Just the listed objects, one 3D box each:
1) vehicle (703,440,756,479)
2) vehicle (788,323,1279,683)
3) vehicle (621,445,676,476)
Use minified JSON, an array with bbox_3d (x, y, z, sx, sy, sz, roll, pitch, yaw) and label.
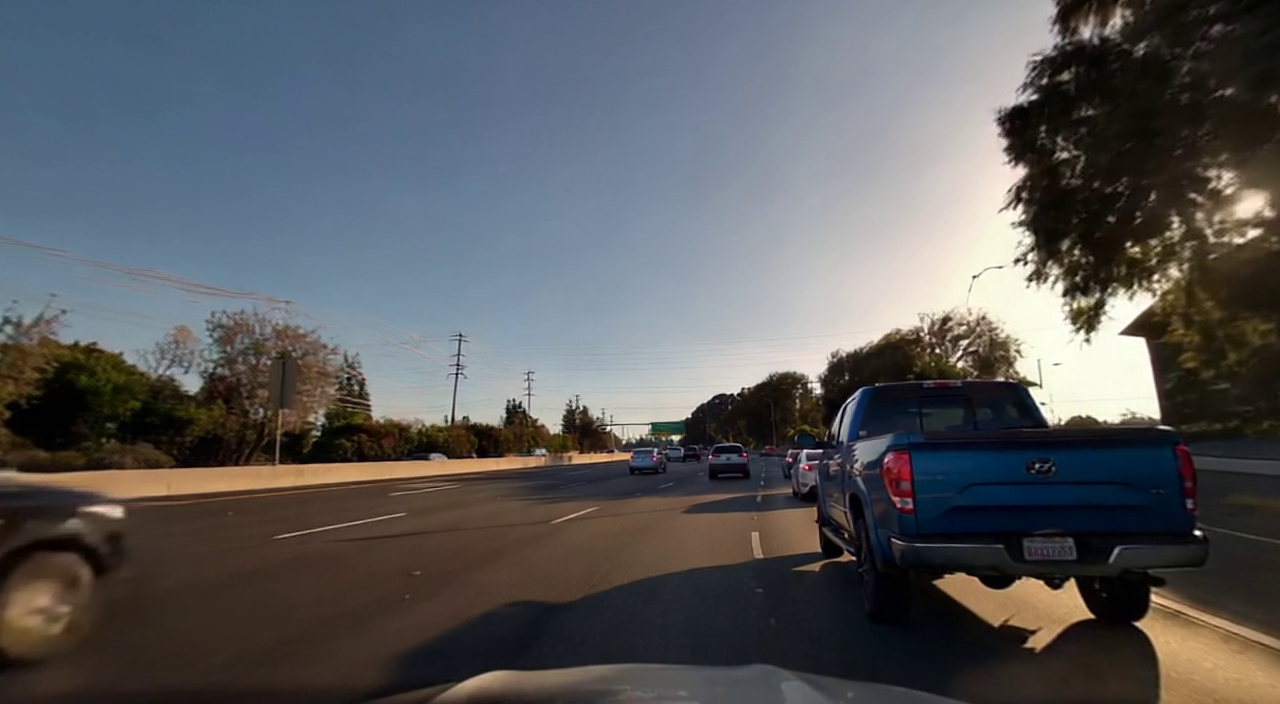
[{"bbox_3d":[4.266,4.981,29.471,2.080,1.682,4.150,-2,-9,12],"label":"vehicle"},{"bbox_3d":[3.363,1.379,7.277,3.024,2.092,6.797,-2,-8,12],"label":"vehicle"},{"bbox_3d":[0.516,5.689,33.379,2.119,1.478,4.644,-2,-8,11],"label":"vehicle"}]
